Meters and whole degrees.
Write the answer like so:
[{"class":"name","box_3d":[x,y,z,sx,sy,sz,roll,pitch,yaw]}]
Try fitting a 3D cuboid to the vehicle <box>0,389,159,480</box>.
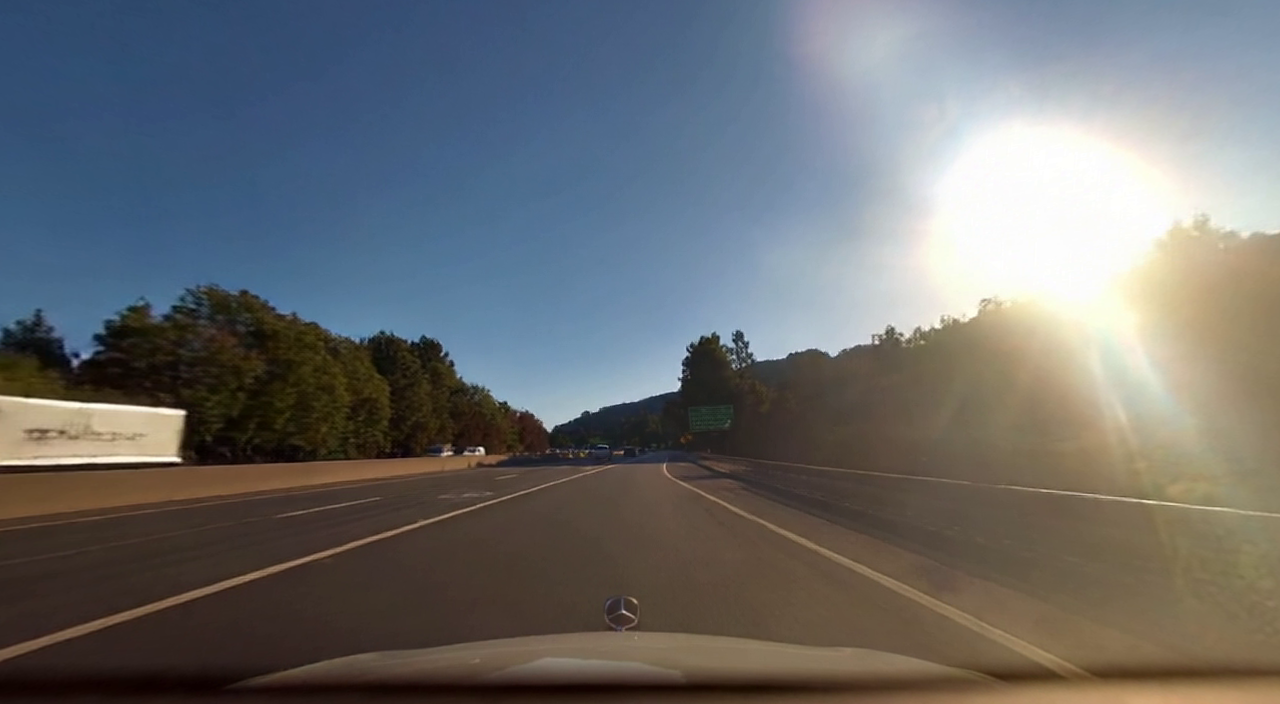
[{"class":"vehicle","box_3d":[-28.489,3.763,28.244,2.799,3.794,13.269,-1,-9,2]}]
